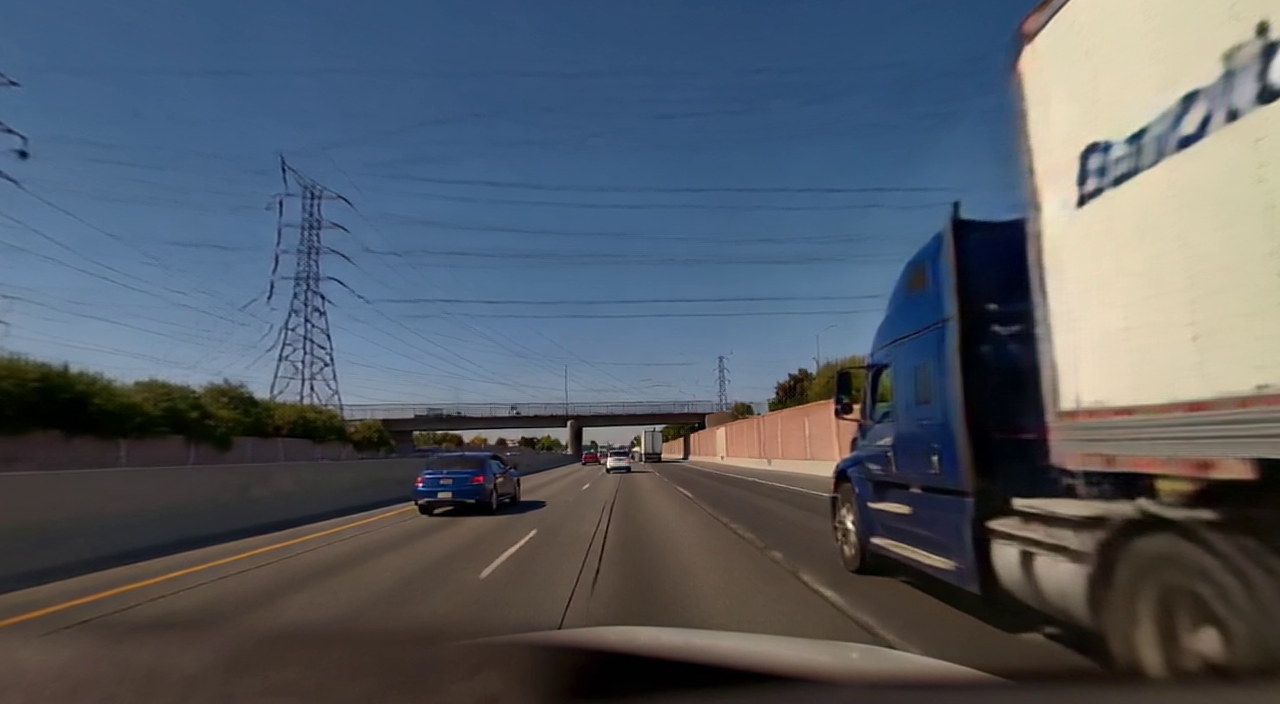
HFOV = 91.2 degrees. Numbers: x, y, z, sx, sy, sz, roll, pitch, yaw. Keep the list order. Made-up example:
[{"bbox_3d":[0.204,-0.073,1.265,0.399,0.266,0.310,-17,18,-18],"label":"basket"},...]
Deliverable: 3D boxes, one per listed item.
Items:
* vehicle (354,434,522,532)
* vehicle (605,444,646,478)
[{"bbox_3d":[-3.637,2.429,12.161,1.987,1.548,3.981,0,-9,-1],"label":"vehicle"},{"bbox_3d":[-0.734,5.716,33.042,2.004,1.615,4.113,0,-9,-1],"label":"vehicle"}]
